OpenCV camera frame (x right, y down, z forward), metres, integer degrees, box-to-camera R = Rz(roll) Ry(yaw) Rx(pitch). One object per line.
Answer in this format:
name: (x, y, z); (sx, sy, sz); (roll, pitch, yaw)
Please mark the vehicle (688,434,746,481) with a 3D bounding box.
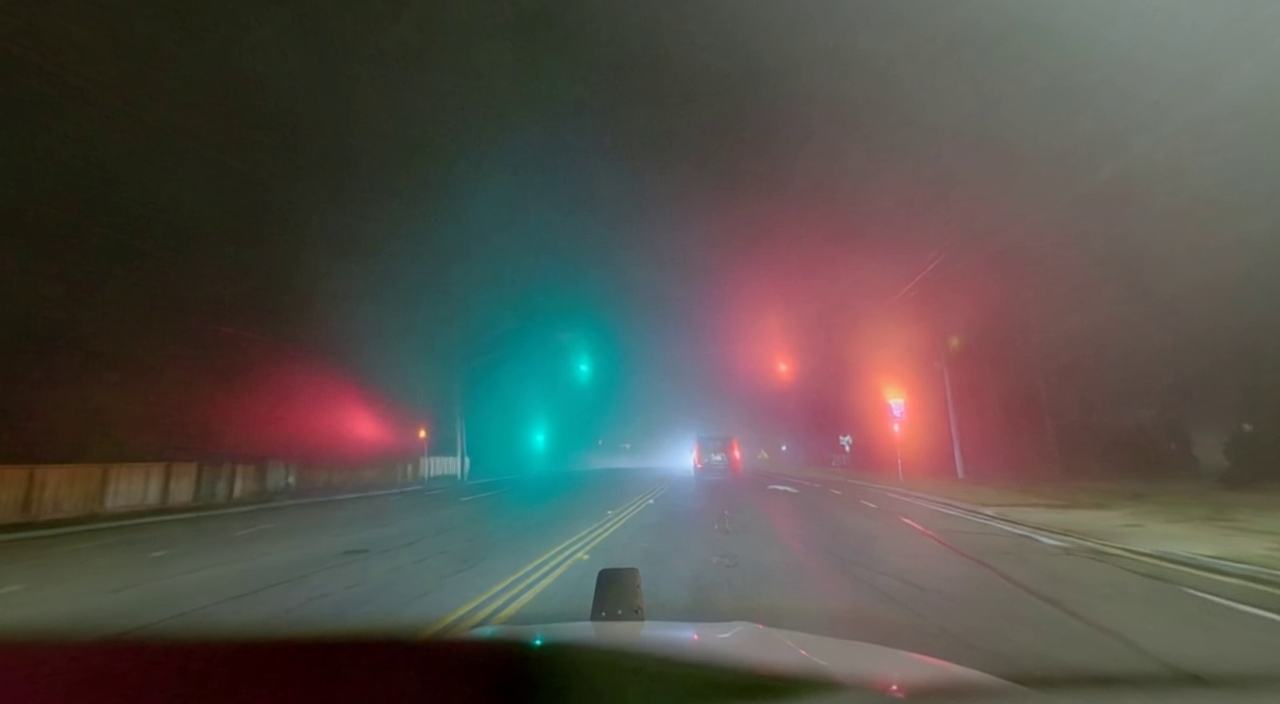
vehicle: (3.305, 4.546, 27.424); (2.230, 1.827, 4.580); (-1, -9, 6)
